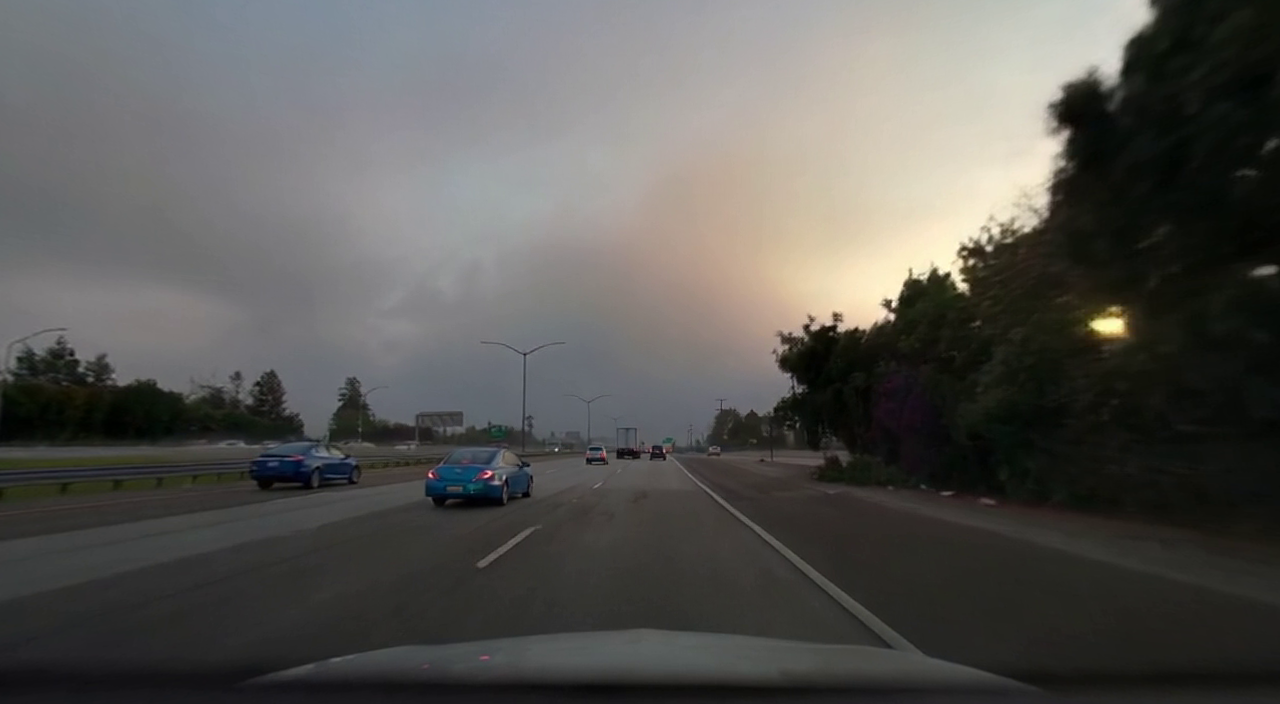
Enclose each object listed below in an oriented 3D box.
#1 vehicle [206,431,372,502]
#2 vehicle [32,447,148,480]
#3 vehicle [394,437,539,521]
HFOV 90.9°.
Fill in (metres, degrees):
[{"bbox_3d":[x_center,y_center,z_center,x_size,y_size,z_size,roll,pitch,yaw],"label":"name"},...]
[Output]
[{"bbox_3d":[-10.328,3.388,19.175,2.044,1.810,5.016,-1,-8,2],"label":"vehicle"},{"bbox_3d":[-28.222,5.698,32.571,1.876,1.564,4.457,-1,-8,1],"label":"vehicle"},{"bbox_3d":[-3.498,2.603,13.481,1.953,1.511,3.704,-1,-8,1],"label":"vehicle"}]
